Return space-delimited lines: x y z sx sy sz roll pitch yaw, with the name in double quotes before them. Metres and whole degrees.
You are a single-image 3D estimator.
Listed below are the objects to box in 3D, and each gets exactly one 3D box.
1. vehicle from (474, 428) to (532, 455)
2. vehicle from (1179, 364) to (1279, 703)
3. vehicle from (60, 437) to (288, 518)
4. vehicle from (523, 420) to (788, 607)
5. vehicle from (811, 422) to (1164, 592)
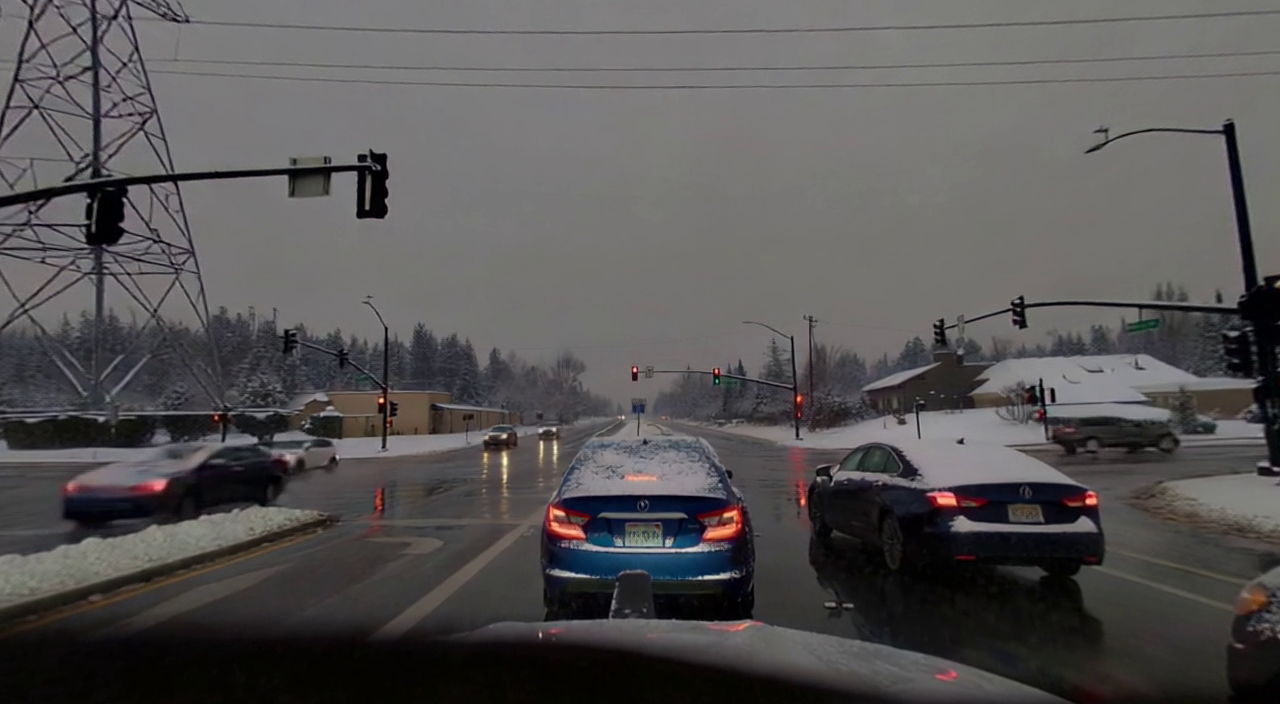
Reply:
"vehicle" -9.105 6.058 42.524 2.269 1.716 5.700 -1 -8 4
"vehicle" 3.409 0.588 0.625 1.926 1.614 4.330 0 -8 1
"vehicle" -10.181 2.729 14.284 1.910 1.537 4.123 -1 -8 2
"vehicle" 0.110 1.595 7.125 2.117 1.474 4.036 0 -8 0
"vehicle" 3.651 1.682 7.720 1.835 1.473 4.190 0 -8 -2
